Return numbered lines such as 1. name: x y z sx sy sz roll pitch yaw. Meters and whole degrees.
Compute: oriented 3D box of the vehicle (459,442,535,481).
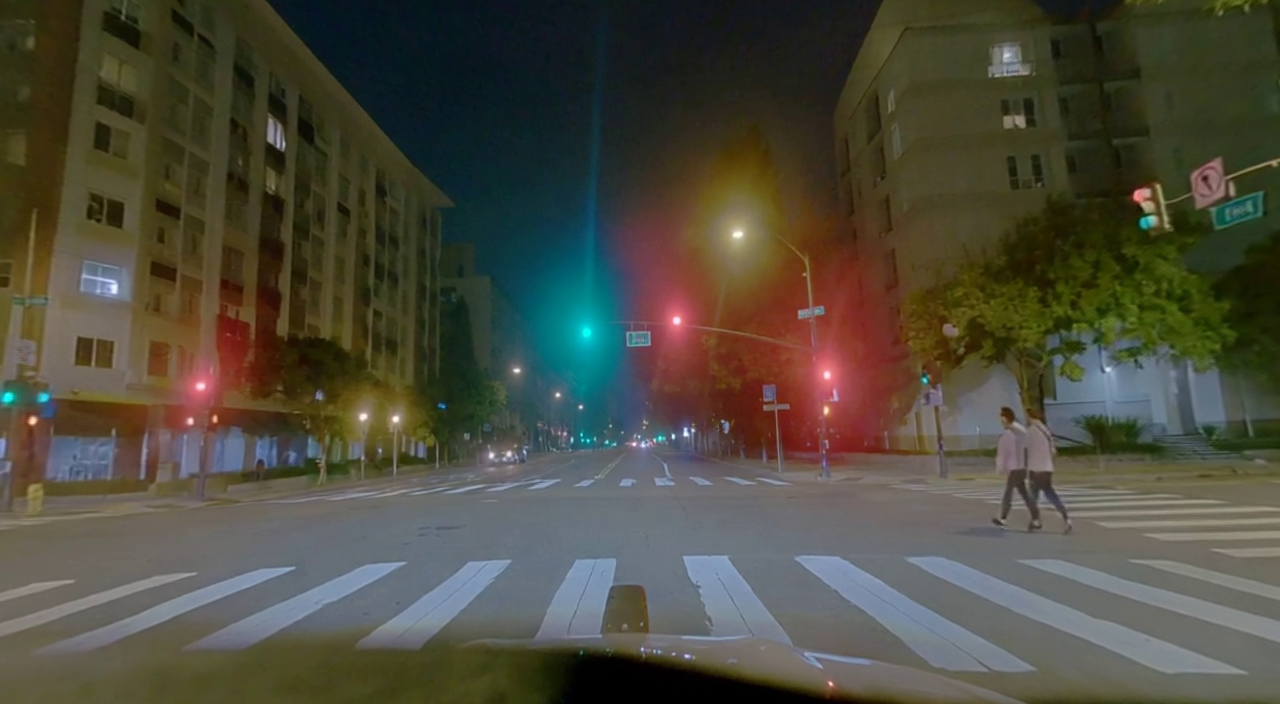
1. vehicle: -5.880 4.531 26.489 2.127 1.473 4.428 0 -8 1
